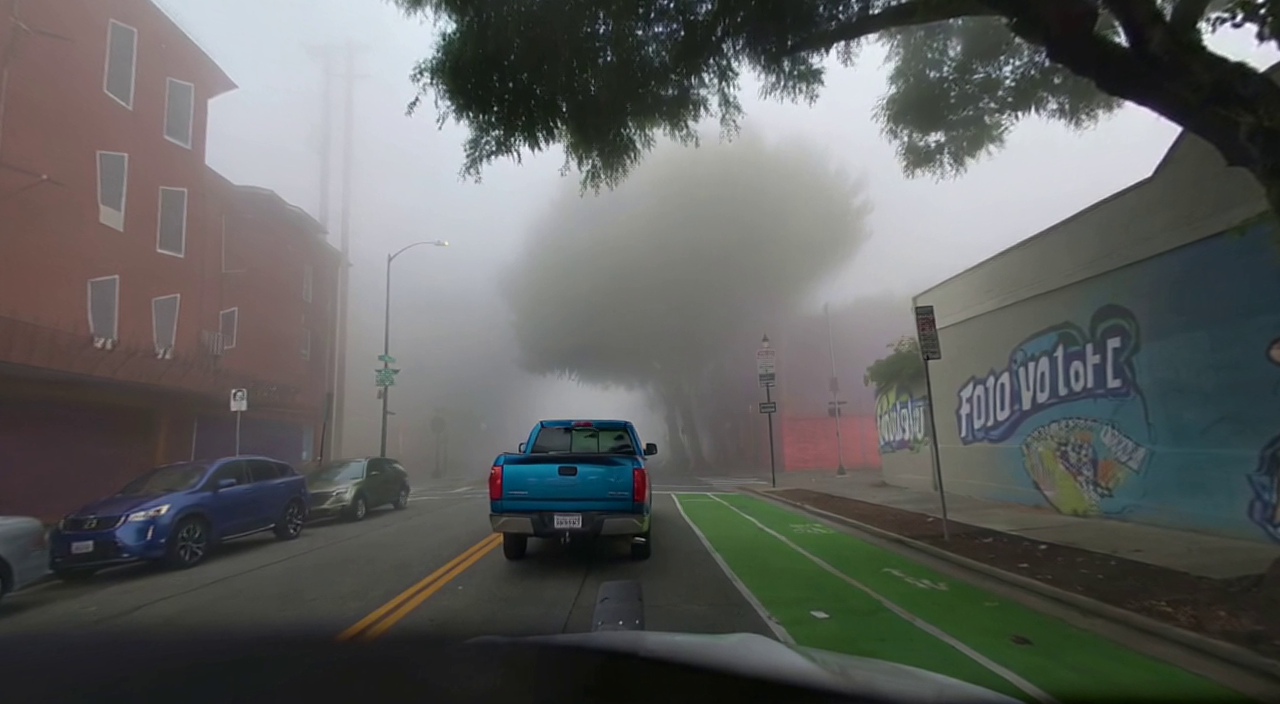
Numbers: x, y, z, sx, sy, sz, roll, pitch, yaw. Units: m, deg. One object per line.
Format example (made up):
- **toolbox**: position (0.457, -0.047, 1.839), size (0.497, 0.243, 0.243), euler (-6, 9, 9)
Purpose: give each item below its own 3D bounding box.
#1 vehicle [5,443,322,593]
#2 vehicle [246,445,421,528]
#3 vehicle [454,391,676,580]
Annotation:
- **vehicle**: position (-7.198, 2.437, 10.313), size (1.882, 1.686, 4.489), euler (-5, -8, -3)
- **vehicle**: position (-7.394, 3.230, 15.983), size (1.884, 1.730, 5.076), euler (0, -8, 0)
- **vehicle**: position (-0.726, 1.680, 8.707), size (2.215, 1.882, 4.611), euler (0, -8, 1)
